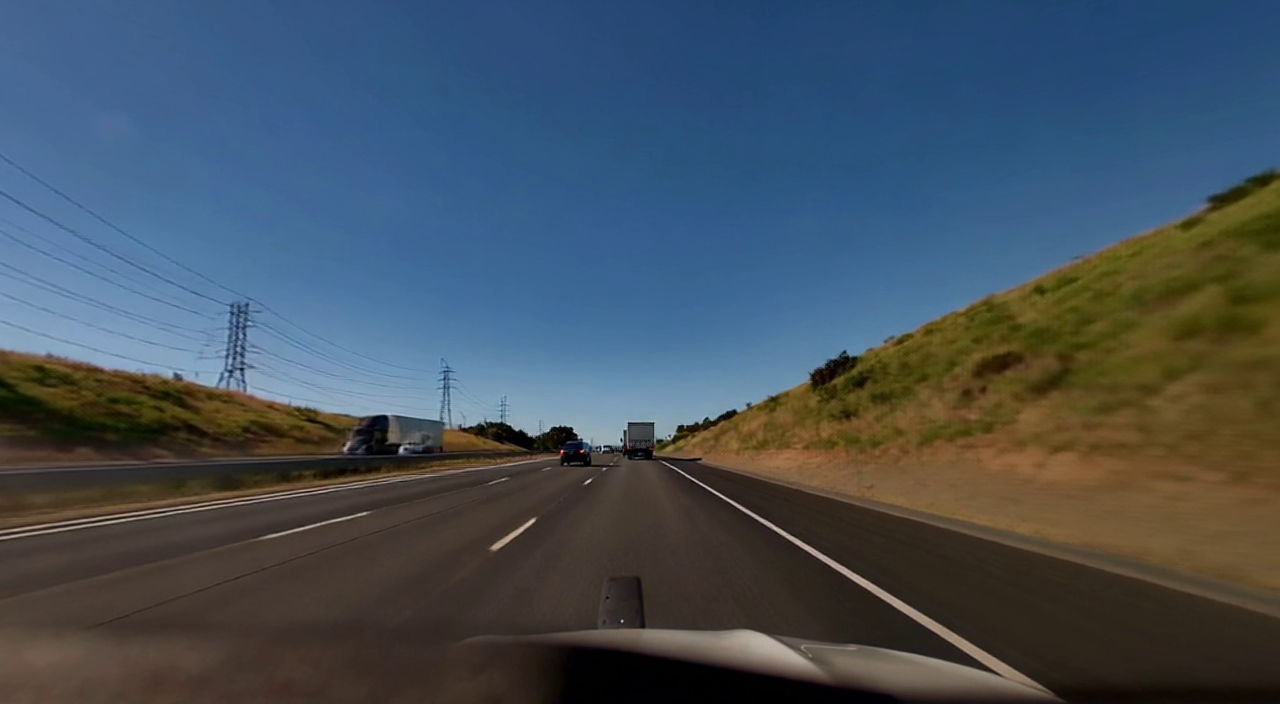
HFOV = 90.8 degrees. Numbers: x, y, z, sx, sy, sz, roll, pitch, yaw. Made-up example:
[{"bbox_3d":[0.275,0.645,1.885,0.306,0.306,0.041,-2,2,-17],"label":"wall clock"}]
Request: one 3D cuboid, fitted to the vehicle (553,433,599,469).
[{"bbox_3d":[-3.726,5.891,37.642,2.207,1.949,4.911,0,-9,1],"label":"vehicle"}]
